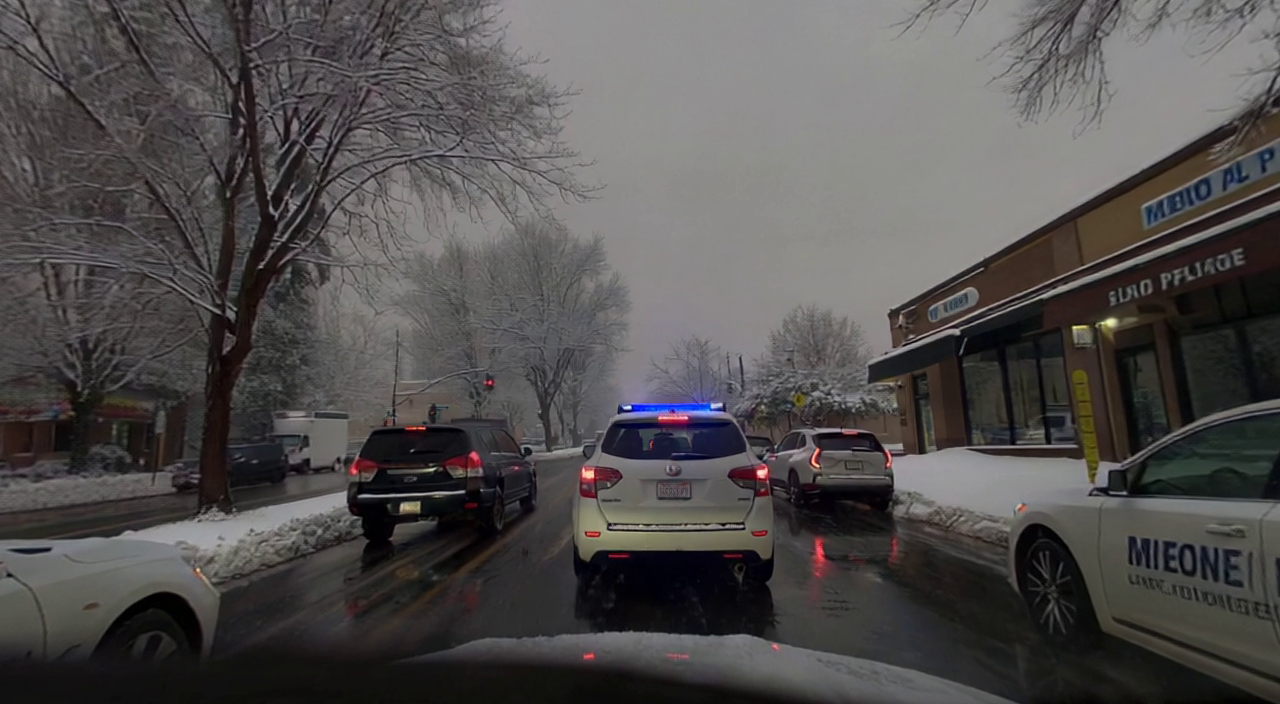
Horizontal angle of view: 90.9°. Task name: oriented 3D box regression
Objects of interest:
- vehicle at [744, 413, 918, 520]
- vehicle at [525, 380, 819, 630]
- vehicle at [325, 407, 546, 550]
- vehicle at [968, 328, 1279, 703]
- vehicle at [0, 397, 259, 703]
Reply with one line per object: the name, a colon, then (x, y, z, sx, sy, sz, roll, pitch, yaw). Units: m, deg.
vehicle: (4.014, 2.545, 14.536, 2.038, 1.865, 5.786, 3, -9, -2)
vehicle: (0.219, 1.382, 6.563, 2.075, 1.770, 4.018, 0, -8, 0)
vehicle: (-2.957, 1.955, 10.385, 2.135, 1.806, 4.514, 0, -8, -1)
vehicle: (4.067, 0.900, 3.288, 1.987, 1.877, 5.330, 2, -8, 2)
vehicle: (-2.892, 0.749, 1.030, 1.908, 1.474, 4.257, 0, -8, -1)
